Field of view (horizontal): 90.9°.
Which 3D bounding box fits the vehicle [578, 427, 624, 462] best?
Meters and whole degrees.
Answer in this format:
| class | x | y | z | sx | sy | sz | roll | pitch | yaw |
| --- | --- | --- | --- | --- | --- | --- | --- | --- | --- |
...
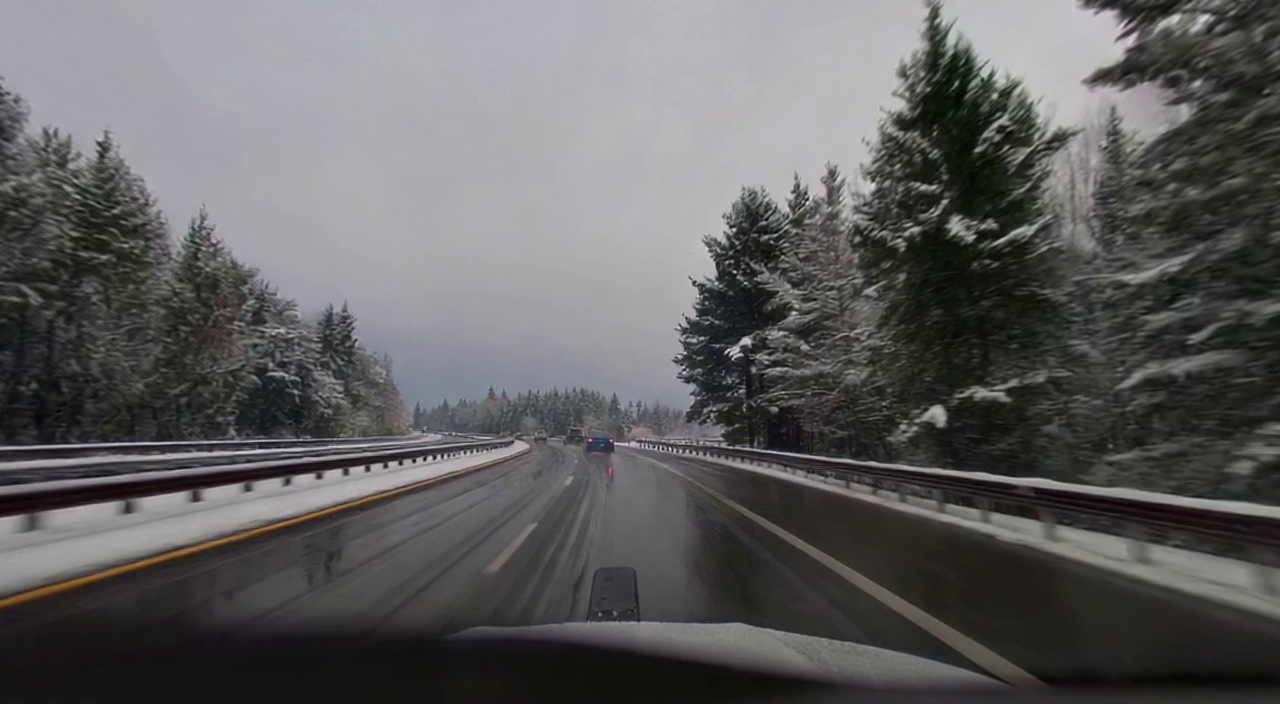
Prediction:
| class | x | y | z | sx | sy | sz | roll | pitch | yaw |
| --- | --- | --- | --- | --- | --- | --- | --- | --- | --- |
| vehicle | -2.253 | 5.231 | 35.955 | 2.452 | 1.857 | 4.022 | 1 | -8 | -5 |
